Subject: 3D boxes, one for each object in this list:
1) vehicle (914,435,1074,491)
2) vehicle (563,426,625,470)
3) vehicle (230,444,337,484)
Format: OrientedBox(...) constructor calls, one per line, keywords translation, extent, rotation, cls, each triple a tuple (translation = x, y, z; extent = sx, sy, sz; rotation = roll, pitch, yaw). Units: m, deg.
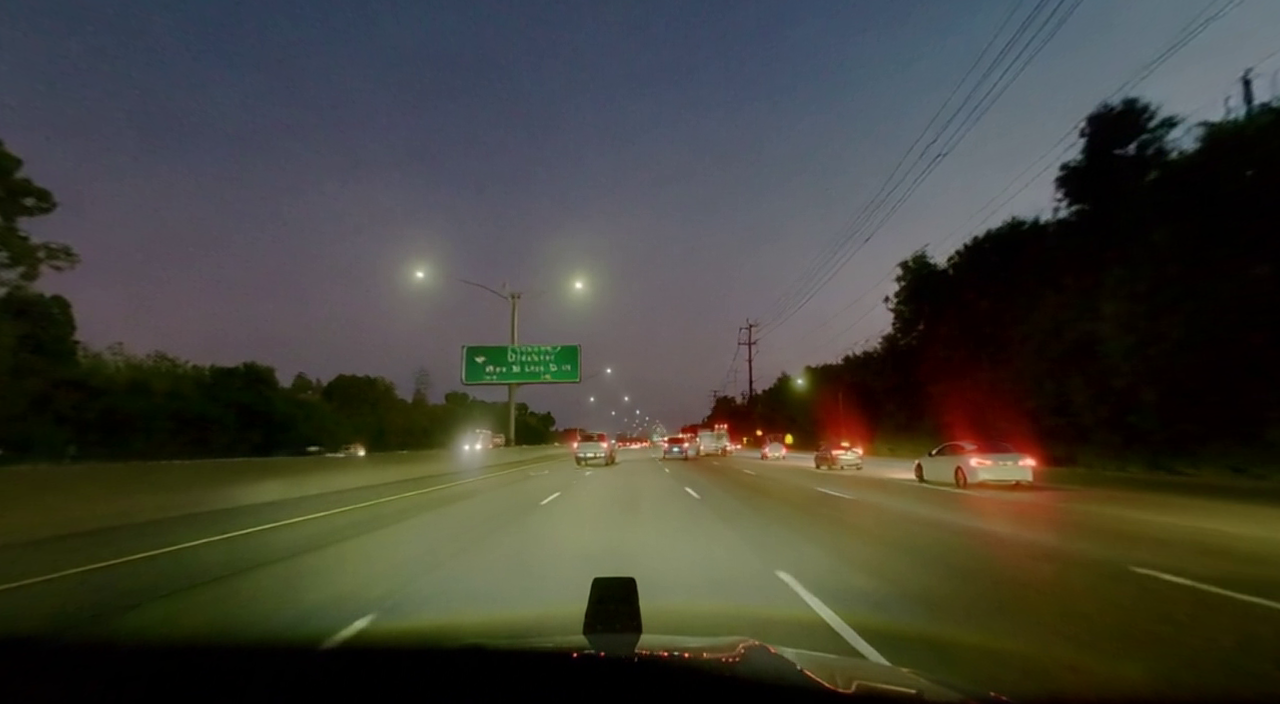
OrientedBox(translation=(10.397, 3.294, 19.018), extent=(2.076, 1.470, 4.644), rotation=(0, -8, -1), cls="vehicle")
OrientedBox(translation=(-2.228, 4.941, 32.443), extent=(2.508, 2.023, 6.176), rotation=(0, -8, 2), cls="vehicle")
OrientedBox(translation=(-14.518, 4.566, 25.964), extent=(1.838, 1.501, 4.332), rotation=(0, -8, 0), cls="vehicle")
